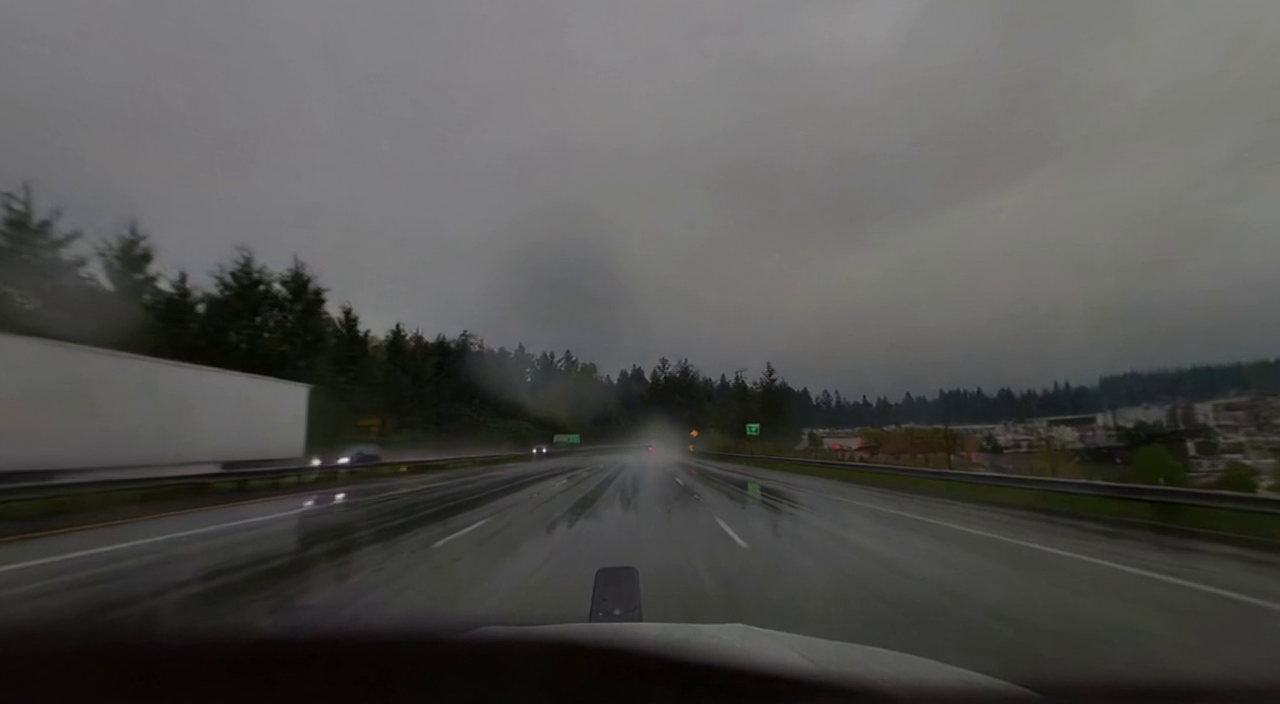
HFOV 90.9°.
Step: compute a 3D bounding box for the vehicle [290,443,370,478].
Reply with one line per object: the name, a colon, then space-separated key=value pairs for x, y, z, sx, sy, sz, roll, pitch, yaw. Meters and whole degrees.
vehicle: x=-16.729 y=5.863 z=34.278 sx=1.970 sy=1.694 sz=4.610 roll=0 pitch=-8 yaw=1
